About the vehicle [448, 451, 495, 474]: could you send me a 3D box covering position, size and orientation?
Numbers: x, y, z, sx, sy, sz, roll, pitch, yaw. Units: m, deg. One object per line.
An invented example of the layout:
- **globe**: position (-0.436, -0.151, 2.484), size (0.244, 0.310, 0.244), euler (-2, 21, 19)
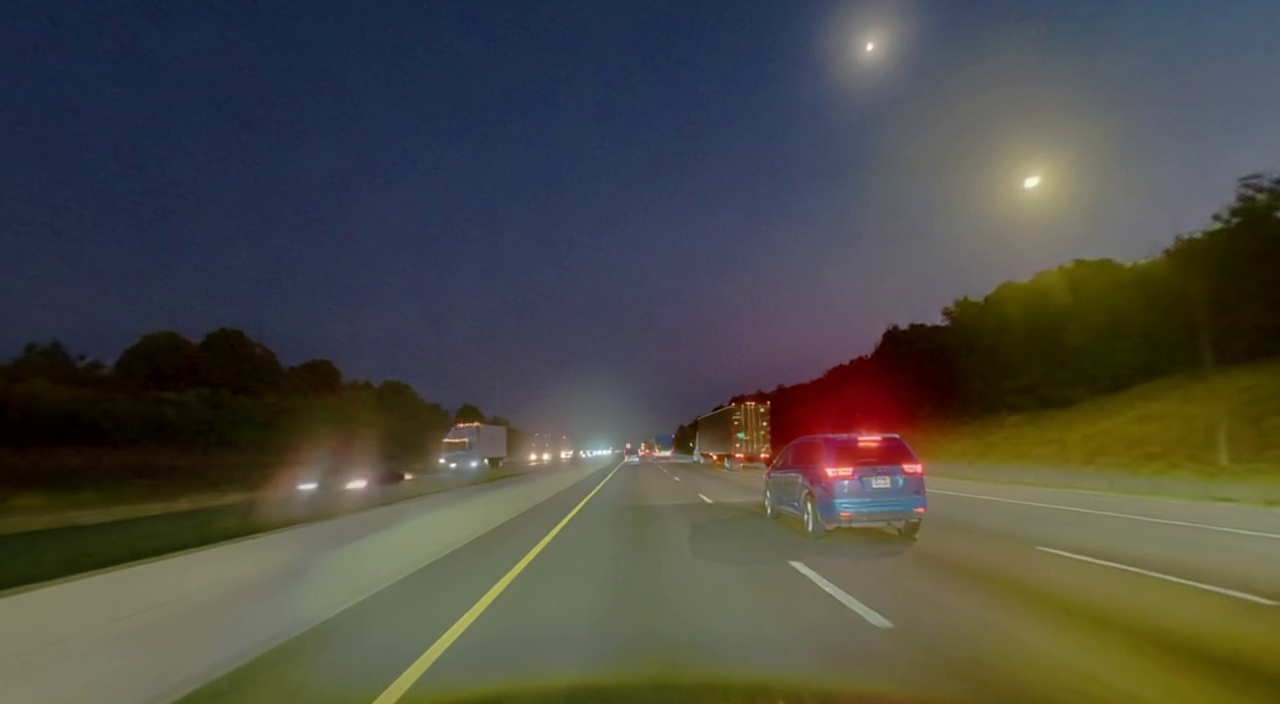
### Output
- **vehicle**: position (-11.336, 7.463, 42.754), size (1.879, 1.456, 4.460), euler (0, -9, 1)

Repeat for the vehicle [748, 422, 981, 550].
- **vehicle**: position (3.356, 2.115, 10.629), size (2.130, 1.658, 4.537), euler (0, -9, -2)

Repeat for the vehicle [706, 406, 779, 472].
- **vehicle**: position (7.095, 6.460, 46.262), size (2.882, 4.109, 13.567), euler (0, -9, -1)

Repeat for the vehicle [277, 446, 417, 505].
- **vehicle**: position (-8.148, 3.450, 18.106), size (1.809, 1.453, 4.501), euler (0, -9, 1)
